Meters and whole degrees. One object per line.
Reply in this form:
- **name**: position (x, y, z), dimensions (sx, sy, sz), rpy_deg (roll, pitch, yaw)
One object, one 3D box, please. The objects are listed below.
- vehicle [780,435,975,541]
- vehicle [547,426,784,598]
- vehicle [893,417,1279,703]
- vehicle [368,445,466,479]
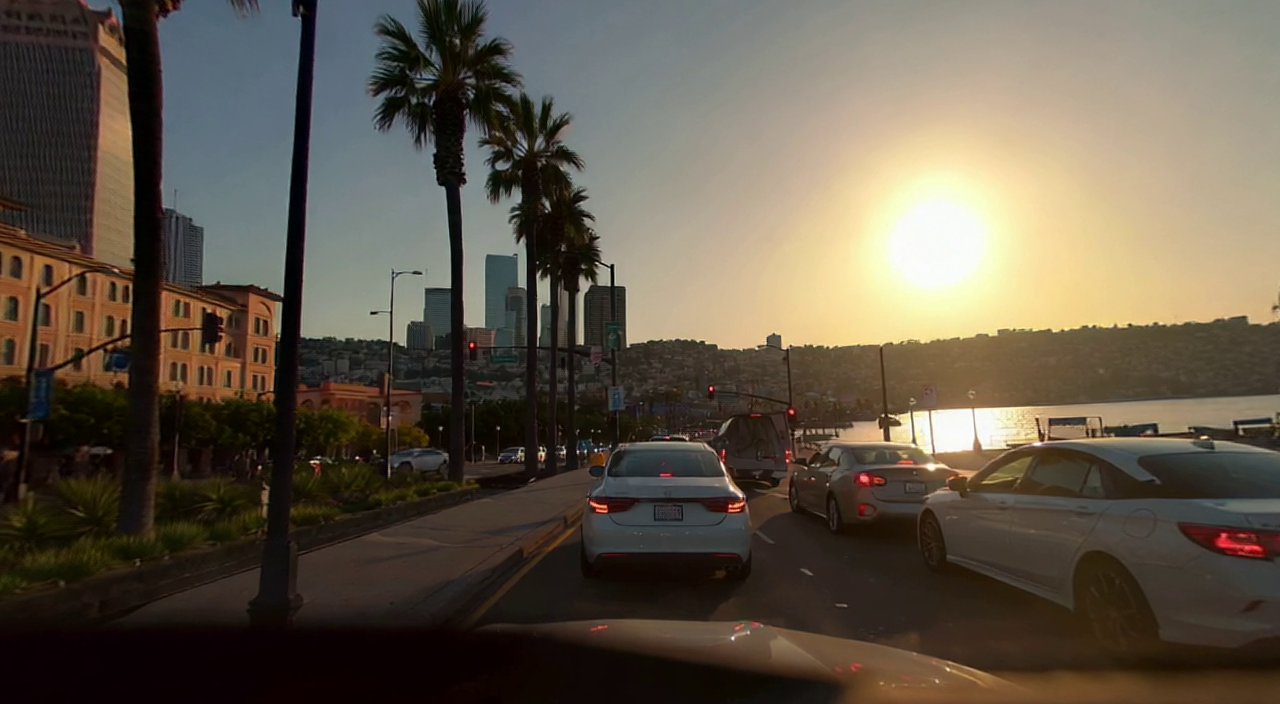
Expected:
- **vehicle**: position (3.890, 2.287, 11.316), dimensions (1.920, 1.490, 4.417), rpy_deg (-1, -9, 2)
- **vehicle**: position (0.255, 1.702, 7.512), dimensions (2.093, 1.503, 3.681), rpy_deg (0, -9, 1)
- **vehicle**: position (3.908, 1.365, 5.092), dimensions (1.913, 1.469, 4.425), rpy_deg (0, -9, 0)
- **vehicle**: position (-11.580, 5.704, 33.130), dimensions (2.022, 1.604, 4.495), rpy_deg (-6, -10, 33)
